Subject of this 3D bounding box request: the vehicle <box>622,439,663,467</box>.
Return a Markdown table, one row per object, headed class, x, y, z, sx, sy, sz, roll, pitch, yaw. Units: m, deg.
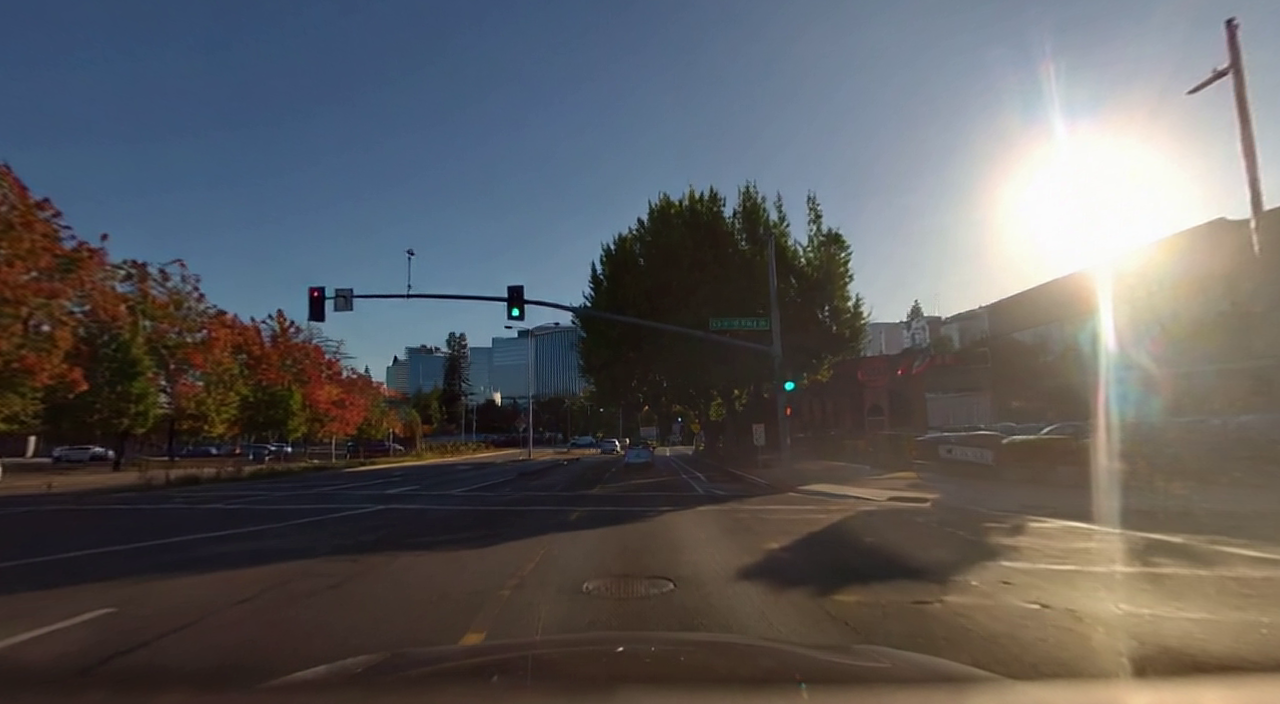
| class | x | y | z | sx | sy | sz | roll | pitch | yaw |
| --- | --- | --- | --- | --- | --- | --- | --- | --- | --- |
| vehicle | 0.142 | 5.576 | 35.212 | 2.115 | 1.461 | 3.976 | 0 | -8 | 1 |
